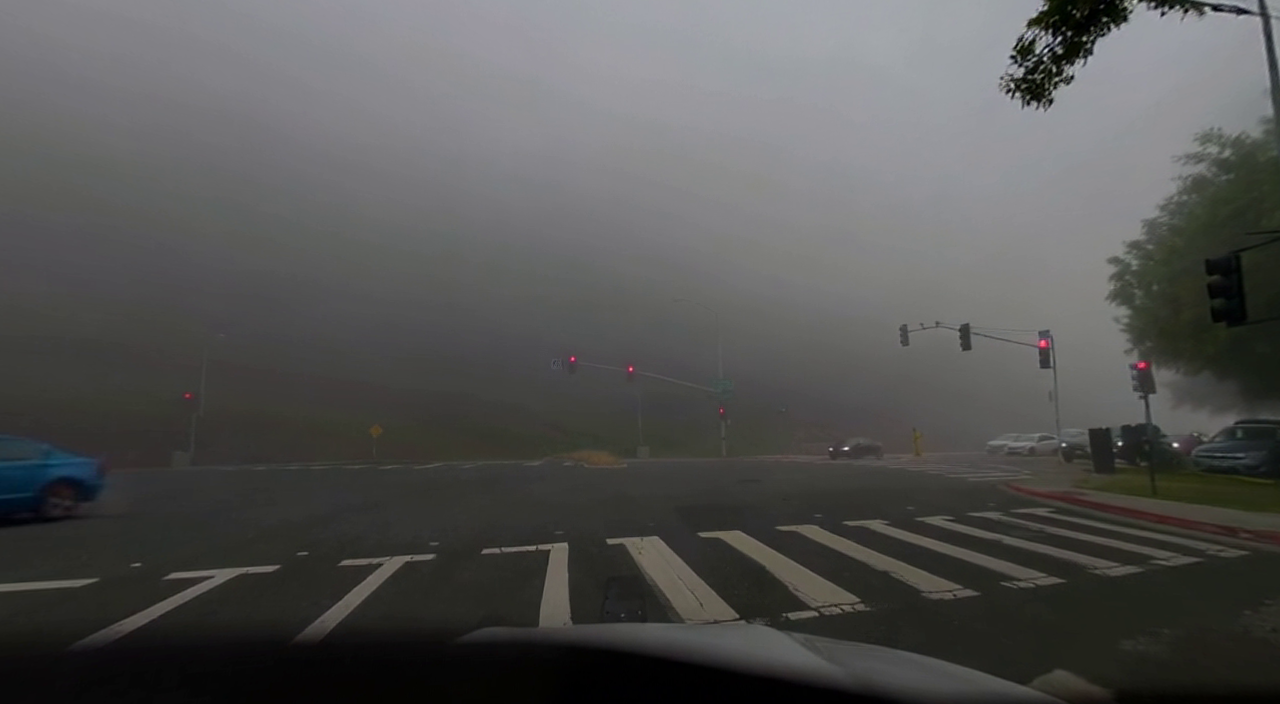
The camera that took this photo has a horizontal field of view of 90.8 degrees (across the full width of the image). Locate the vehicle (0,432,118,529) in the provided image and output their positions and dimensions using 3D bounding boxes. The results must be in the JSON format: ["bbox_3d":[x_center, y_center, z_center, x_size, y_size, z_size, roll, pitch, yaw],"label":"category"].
[{"bbox_3d":[-10.994,2.011,9.858,1.740,1.500,3.896,-4,-9,24],"label":"vehicle"}]

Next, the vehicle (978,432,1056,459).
[{"bbox_3d":[26.982,6.731,45.252,5.032,1.828,2.183,4,-9,-24],"label":"vehicle"}]

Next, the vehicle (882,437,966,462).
[{"bbox_3d":[18.721,6.426,41.613,5.234,1.549,1.982,4,-9,-24],"label":"vehicle"}]

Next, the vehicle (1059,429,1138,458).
[{"bbox_3d":[36.121,7.206,49.715,6.148,2.119,2.473,4,-10,-28],"label":"vehicle"}]
